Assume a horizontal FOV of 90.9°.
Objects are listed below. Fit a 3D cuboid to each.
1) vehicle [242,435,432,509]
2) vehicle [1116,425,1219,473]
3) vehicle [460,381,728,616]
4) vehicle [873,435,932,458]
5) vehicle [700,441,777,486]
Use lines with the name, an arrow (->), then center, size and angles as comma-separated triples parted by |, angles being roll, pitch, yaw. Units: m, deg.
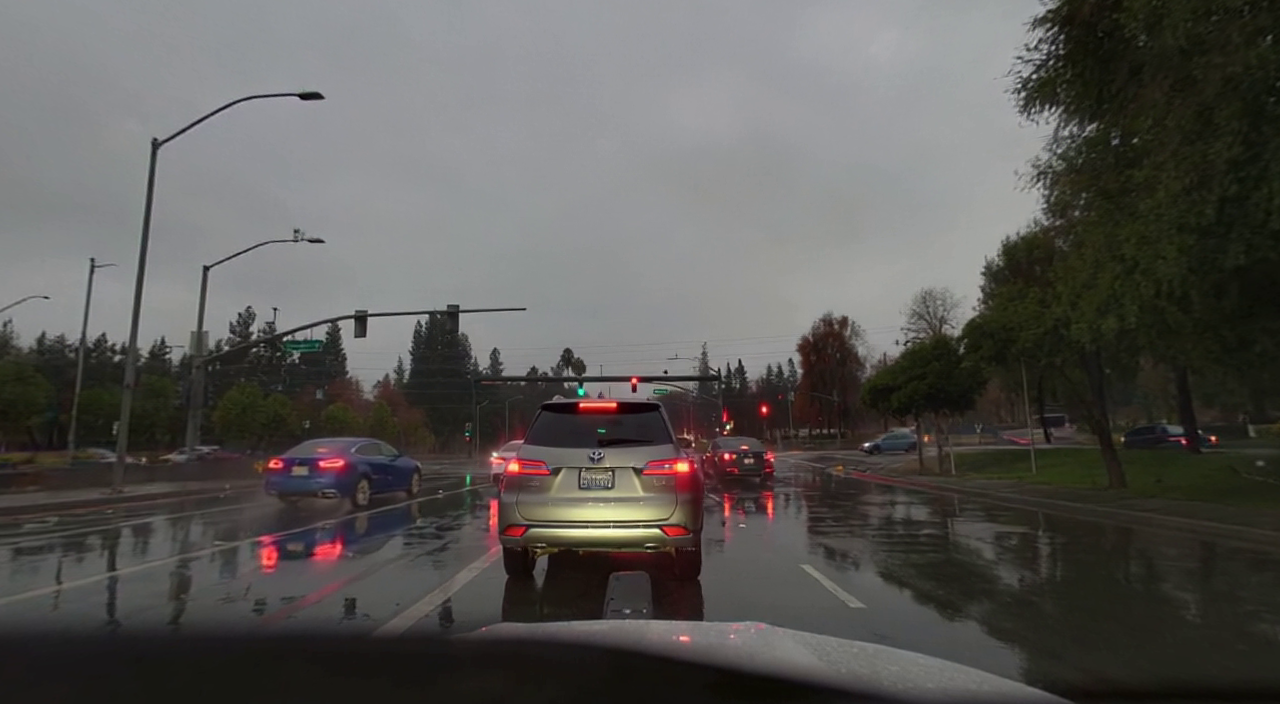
vehicle -> -6.954, 2.791, 15.266 | 2.060, 1.473, 4.950 | 0, -8, 1
vehicle -> 19.234, 3.516, 22.931 | 4.215, 1.578, 1.892 | 7, -11, -37
vehicle -> -0.348, 1.446, 7.102 | 2.064, 1.817, 4.298 | 0, -8, 0
vehicle -> 19.985, 7.208, 47.917 | 4.361, 1.653, 2.034 | 6, -10, -35
vehicle -> 3.360, 3.899, 22.385 | 2.104, 1.441, 4.240 | 0, -8, 1
